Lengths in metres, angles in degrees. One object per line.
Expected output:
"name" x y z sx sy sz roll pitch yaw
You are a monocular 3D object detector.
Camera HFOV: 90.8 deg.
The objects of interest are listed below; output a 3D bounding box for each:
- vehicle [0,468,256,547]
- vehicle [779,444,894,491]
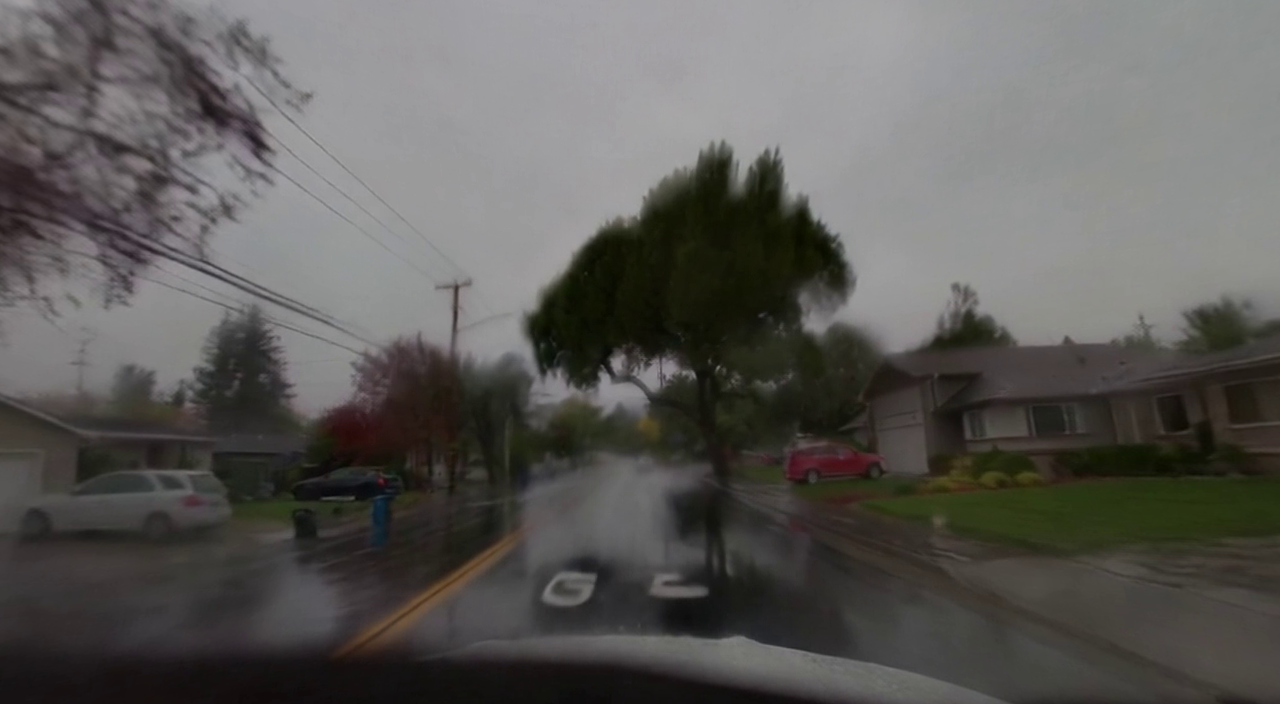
"vehicle" -11.698 3.536 14.658 4.243 1.598 2.003 -1 -9 3
"vehicle" 7.723 4.537 25.064 3.846 1.725 1.920 0 -9 -4
